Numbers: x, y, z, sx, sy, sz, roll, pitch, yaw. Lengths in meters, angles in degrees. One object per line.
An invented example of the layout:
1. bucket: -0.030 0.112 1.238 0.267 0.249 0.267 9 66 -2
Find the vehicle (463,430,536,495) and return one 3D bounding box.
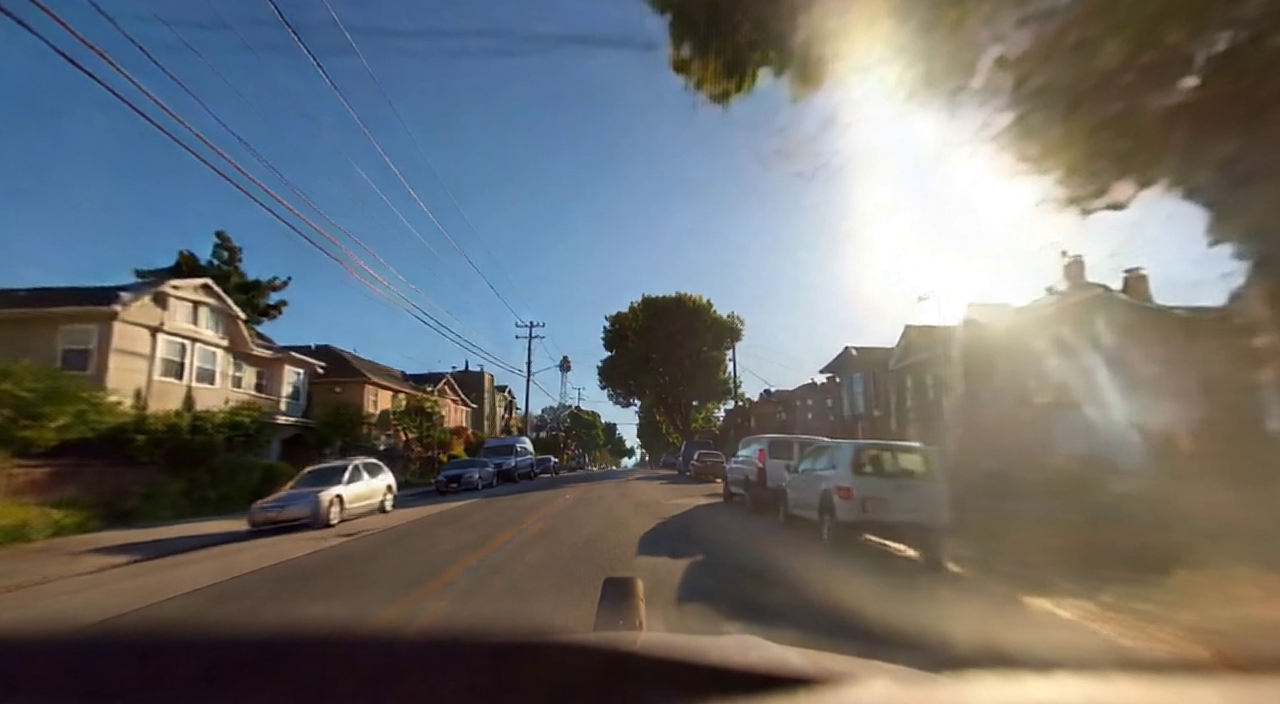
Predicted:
1. vehicle: -7.122 5.583 32.602 2.508 2.712 5.809 0 -4 -1

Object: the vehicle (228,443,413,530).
1. vehicle: -6.945 2.896 14.311 1.874 1.569 4.318 1 -8 1

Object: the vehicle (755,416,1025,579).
1. vehicle: 3.183 1.958 9.284 2.013 1.775 4.570 0 -9 -1

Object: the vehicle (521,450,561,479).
1. vehicle: -7.061 8.037 45.333 2.057 1.632 4.730 1 -6 0

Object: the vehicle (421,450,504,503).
1. vehicle: -7.058 4.958 25.532 2.027 1.563 4.594 -2 -5 0
